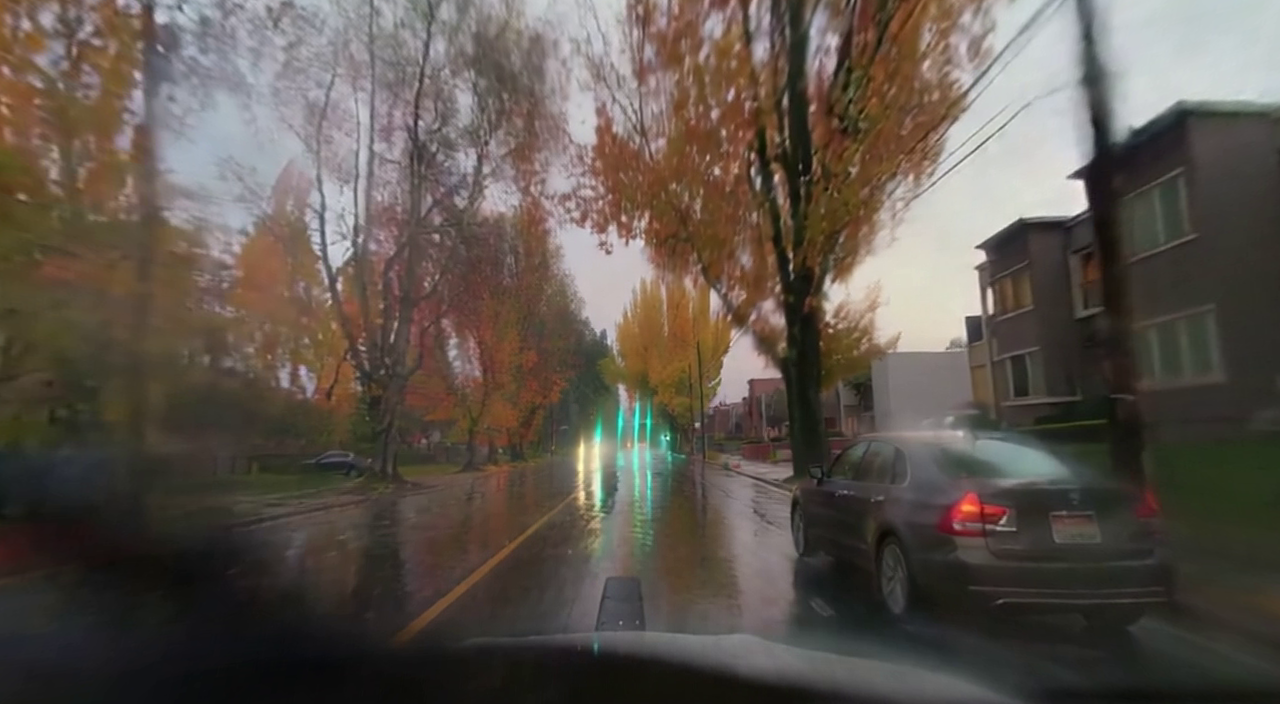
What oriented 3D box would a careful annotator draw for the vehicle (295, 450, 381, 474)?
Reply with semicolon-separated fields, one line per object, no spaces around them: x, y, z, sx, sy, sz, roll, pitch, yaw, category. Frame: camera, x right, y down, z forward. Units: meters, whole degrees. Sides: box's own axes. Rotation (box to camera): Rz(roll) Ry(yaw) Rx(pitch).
-19.616;7.145;41.212;4.610;1.463;1.841;0;-9;-7;vehicle

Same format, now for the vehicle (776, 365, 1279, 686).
3.026;1.327;6.077;2.224;1.791;4.834;0;-8;-1;vehicle

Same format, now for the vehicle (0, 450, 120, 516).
-15.849;3.260;15.968;1.881;1.490;4.430;0;-8;-5;vehicle
